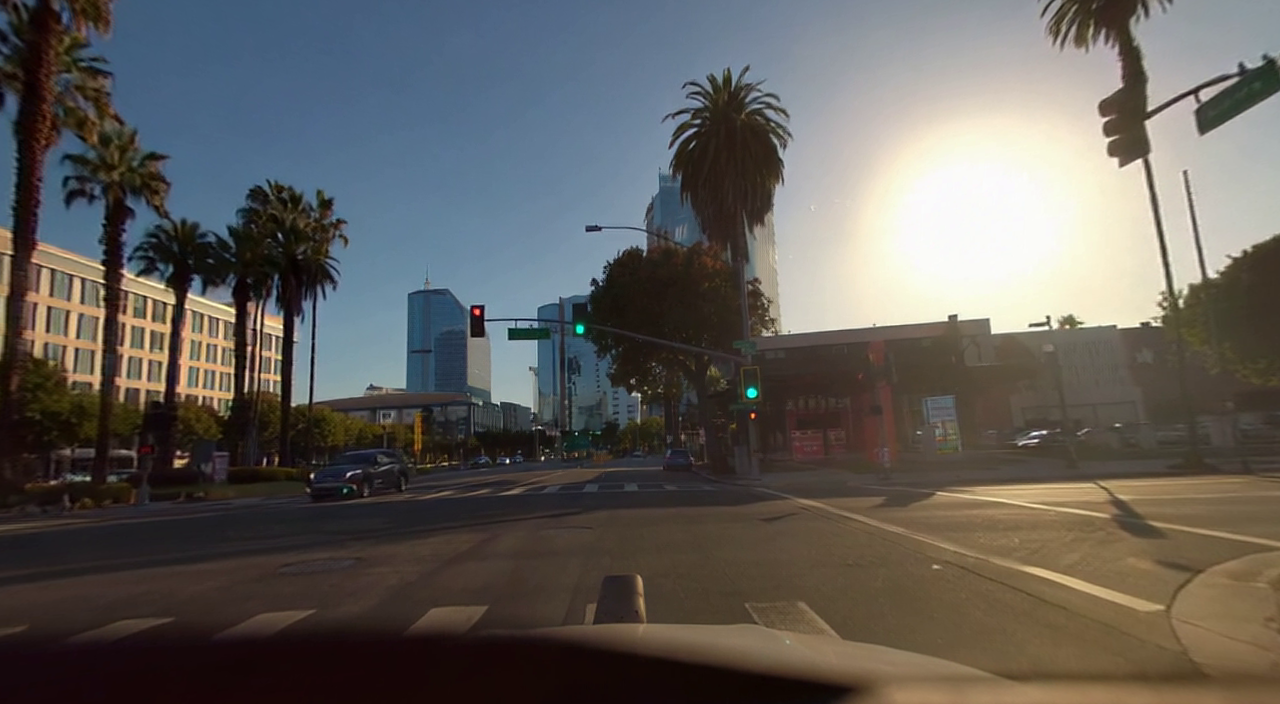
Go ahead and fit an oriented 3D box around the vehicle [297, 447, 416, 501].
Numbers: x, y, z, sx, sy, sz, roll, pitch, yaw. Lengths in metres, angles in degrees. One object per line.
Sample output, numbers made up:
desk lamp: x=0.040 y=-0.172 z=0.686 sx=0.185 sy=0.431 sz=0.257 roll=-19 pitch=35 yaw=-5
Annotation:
vehicle: x=-10.730 y=4.605 z=24.332 sx=2.270 sy=1.833 sz=4.860 roll=0 pitch=-9 yaw=1
